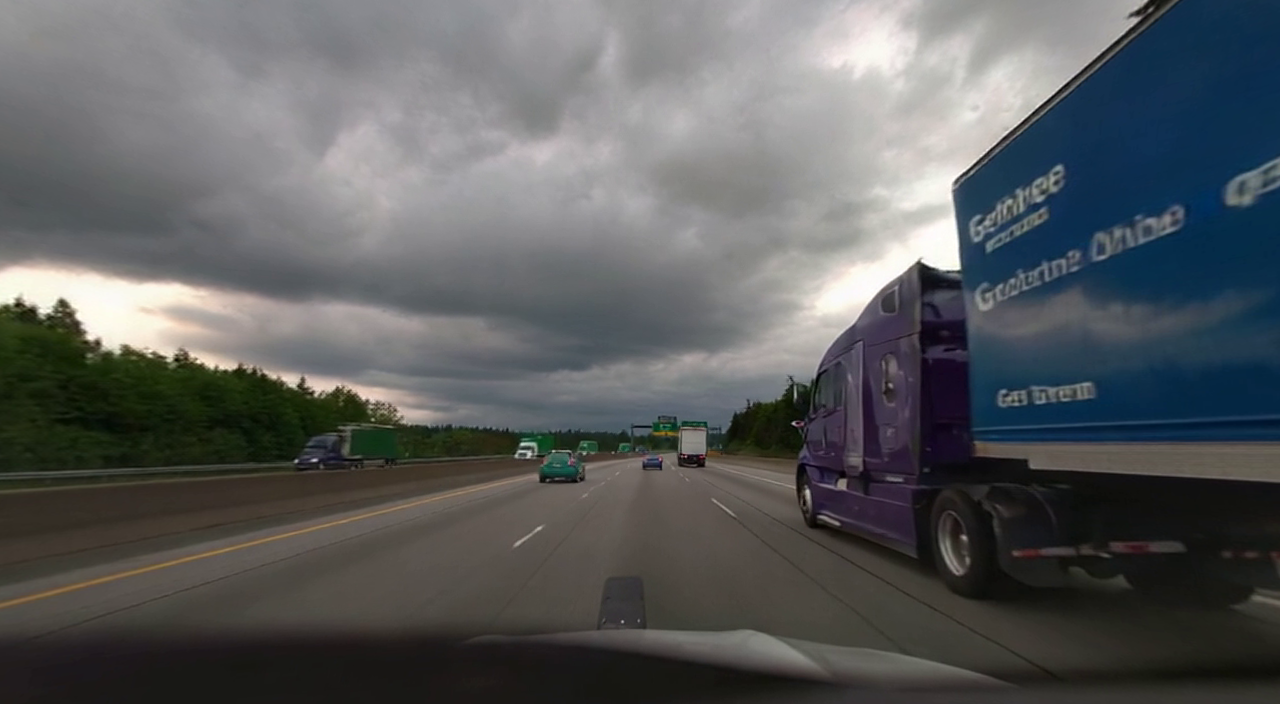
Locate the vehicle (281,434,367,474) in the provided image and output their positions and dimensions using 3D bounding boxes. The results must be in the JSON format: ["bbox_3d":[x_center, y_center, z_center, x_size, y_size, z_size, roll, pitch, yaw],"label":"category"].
[{"bbox_3d":[-22.288,7.261,44.816,2.614,2.602,6.122,0,-9,3],"label":"vehicle"}]

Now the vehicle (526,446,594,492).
[{"bbox_3d":[-2.969,4.441,24.323,1.960,1.579,4.384,0,-9,1],"label":"vehicle"}]

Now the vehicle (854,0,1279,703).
[{"bbox_3d":[4.549,-0.390,1.854,2.858,3.952,13.731,0,-9,-1],"label":"vehicle"}]
